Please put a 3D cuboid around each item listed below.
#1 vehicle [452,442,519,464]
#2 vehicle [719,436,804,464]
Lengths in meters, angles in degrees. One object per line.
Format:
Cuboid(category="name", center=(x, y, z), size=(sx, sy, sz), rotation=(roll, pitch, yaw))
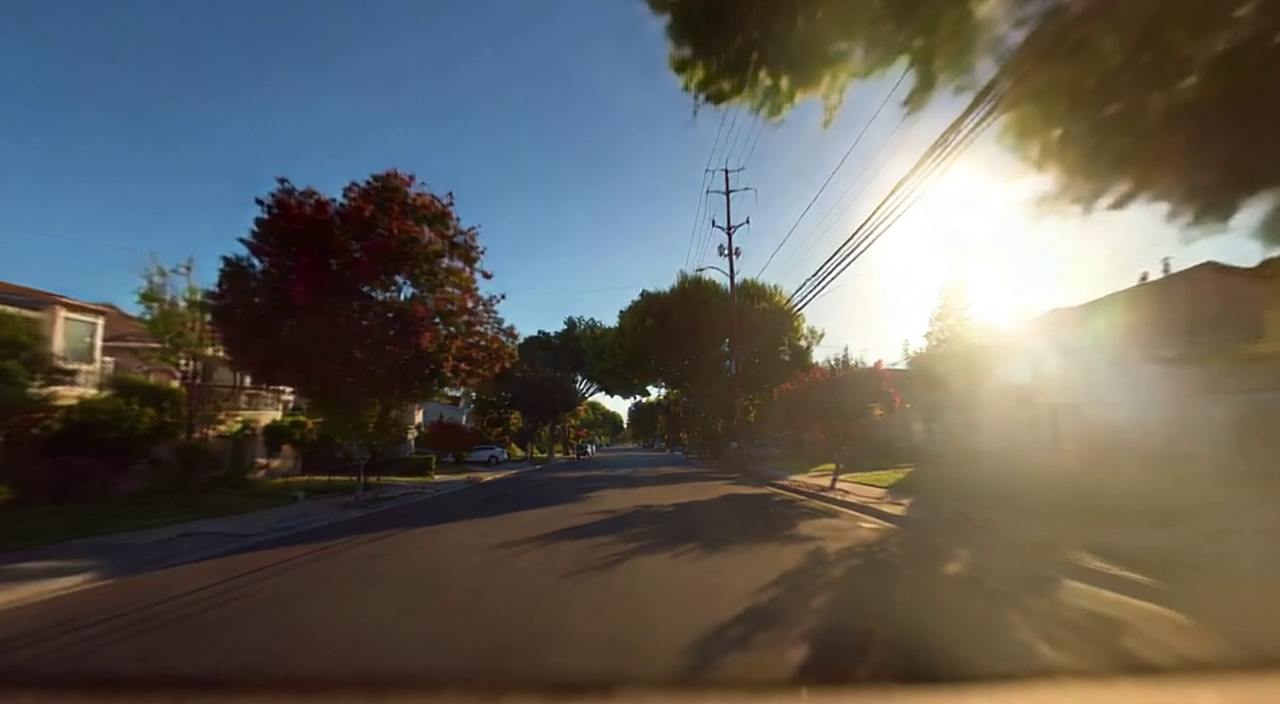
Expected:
Cuboid(category="vehicle", center=(-11.114, 7.299, 45.598), size=(4.371, 1.482, 1.954), rotation=(0, -9, -2))
Cuboid(category="vehicle", center=(9.239, 7.493, 48.487), size=(5.890, 1.896, 2.459), rotation=(-1, -8, -3))
